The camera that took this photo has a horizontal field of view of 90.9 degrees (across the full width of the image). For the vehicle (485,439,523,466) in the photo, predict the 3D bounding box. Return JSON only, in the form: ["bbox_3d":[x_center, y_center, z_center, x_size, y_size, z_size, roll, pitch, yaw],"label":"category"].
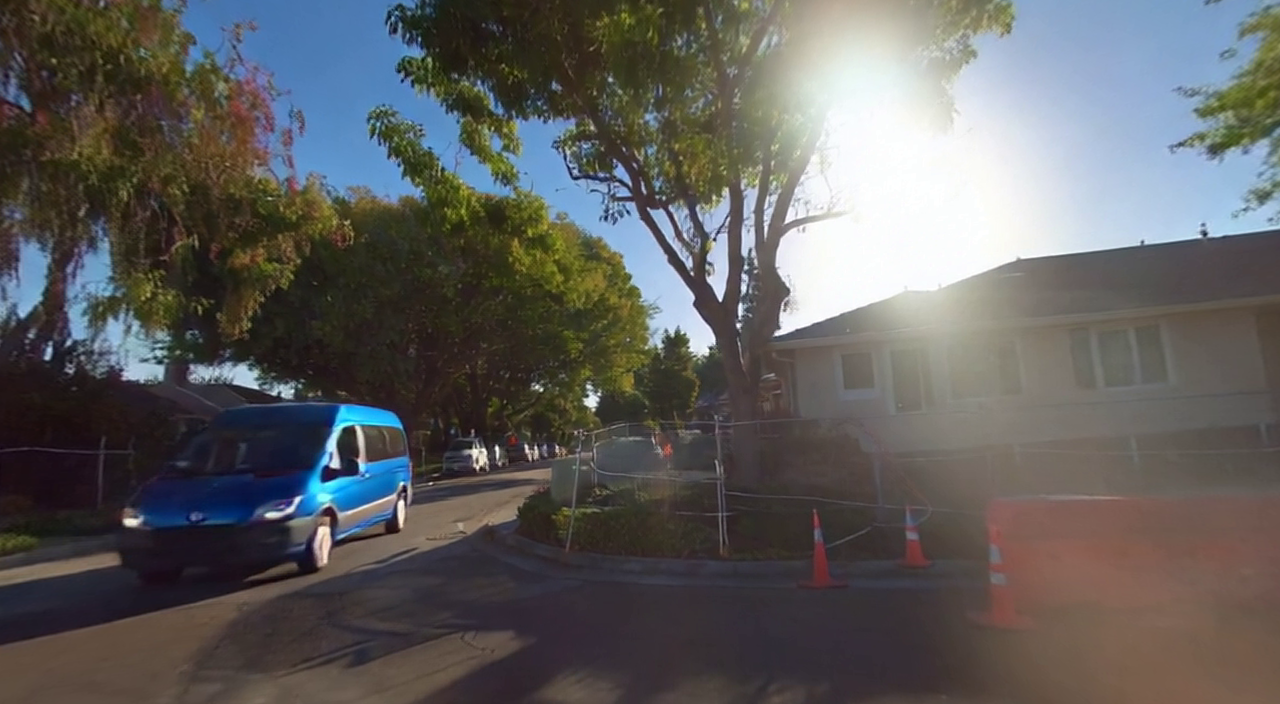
[{"bbox_3d":[-8.886,6.562,41.425,1.765,1.493,4.130,3,-6,-3],"label":"vehicle"}]

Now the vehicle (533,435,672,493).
[{"bbox_3d":[-0.923,3.062,17.797,1.827,1.436,4.070,-5,-9,33],"label":"vehicle"}]

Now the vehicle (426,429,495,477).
[{"bbox_3d":[-8.571,4.825,30.591,2.042,1.937,4.960,3,-6,-3],"label":"vehicle"}]

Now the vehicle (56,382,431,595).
[{"bbox_3d":[-4.537,1.596,8.415,2.219,1.984,4.712,0,-8,-5],"label":"vehicle"}]
